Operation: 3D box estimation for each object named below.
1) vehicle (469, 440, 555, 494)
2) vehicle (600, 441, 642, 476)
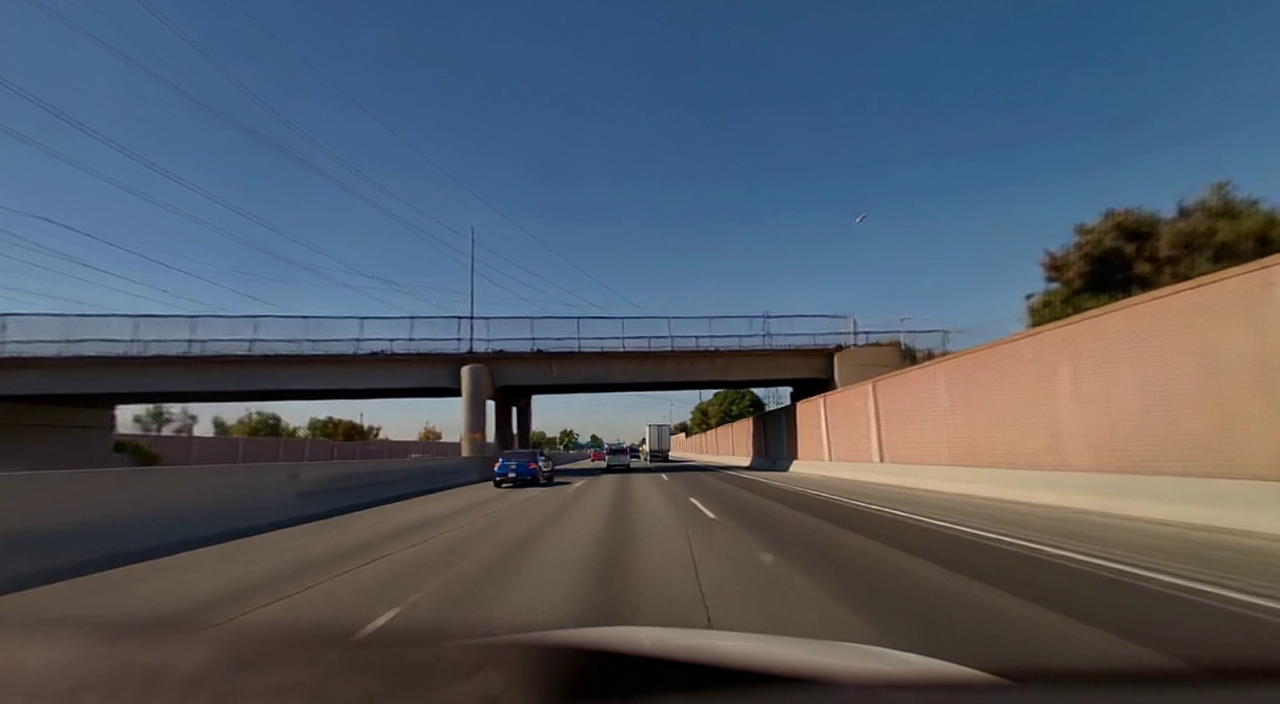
[{"bbox_3d":[-4.060,3.713,20.535,1.987,1.548,3.981,0,-9,0],"label":"vehicle"},{"bbox_3d":[-0.941,5.456,32.295,2.004,1.615,4.113,0,-9,-1],"label":"vehicle"}]
